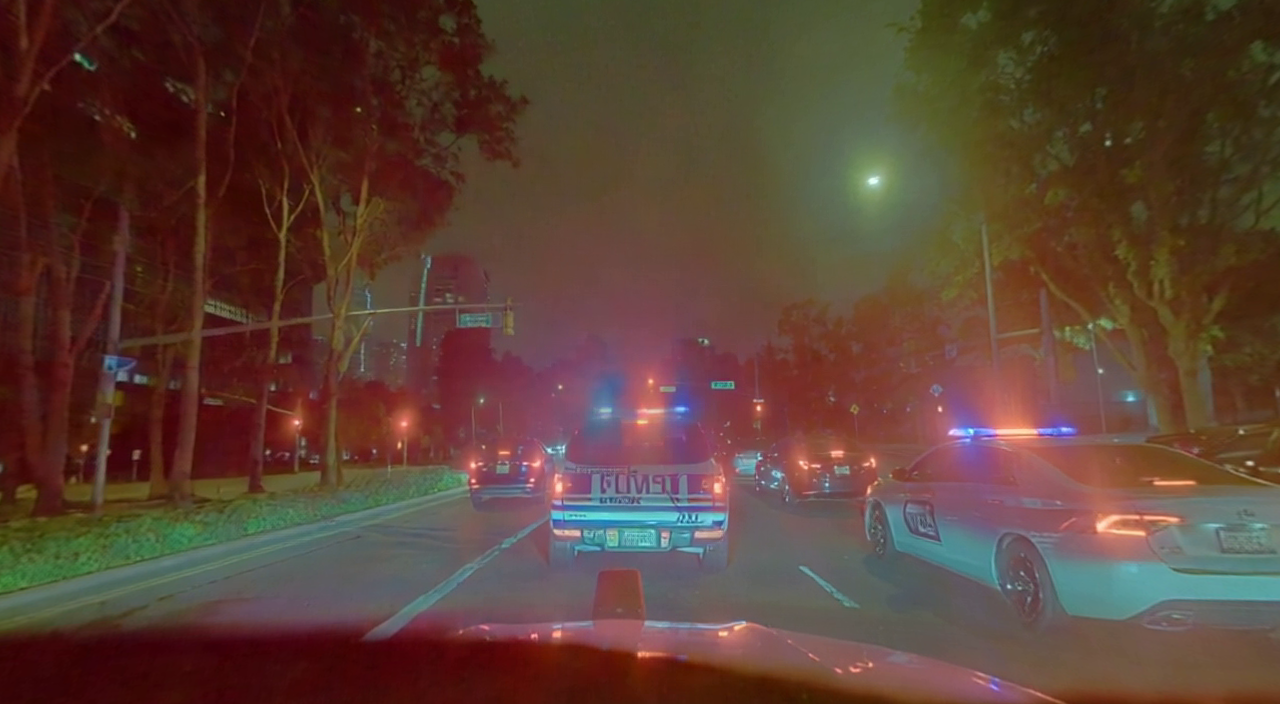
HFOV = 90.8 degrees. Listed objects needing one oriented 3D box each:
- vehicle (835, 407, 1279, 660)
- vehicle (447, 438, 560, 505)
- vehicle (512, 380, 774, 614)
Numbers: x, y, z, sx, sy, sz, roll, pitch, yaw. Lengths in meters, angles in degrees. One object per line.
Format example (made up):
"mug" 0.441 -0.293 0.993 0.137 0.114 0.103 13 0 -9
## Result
"vehicle" 3.644 1.410 6.080 1.995 1.483 4.533 0 -8 -1
"vehicle" -3.304 2.985 16.212 1.913 1.464 4.276 0 -8 0
"vehicle" -0.028 1.460 7.275 2.038 1.819 4.505 0 -8 -1
